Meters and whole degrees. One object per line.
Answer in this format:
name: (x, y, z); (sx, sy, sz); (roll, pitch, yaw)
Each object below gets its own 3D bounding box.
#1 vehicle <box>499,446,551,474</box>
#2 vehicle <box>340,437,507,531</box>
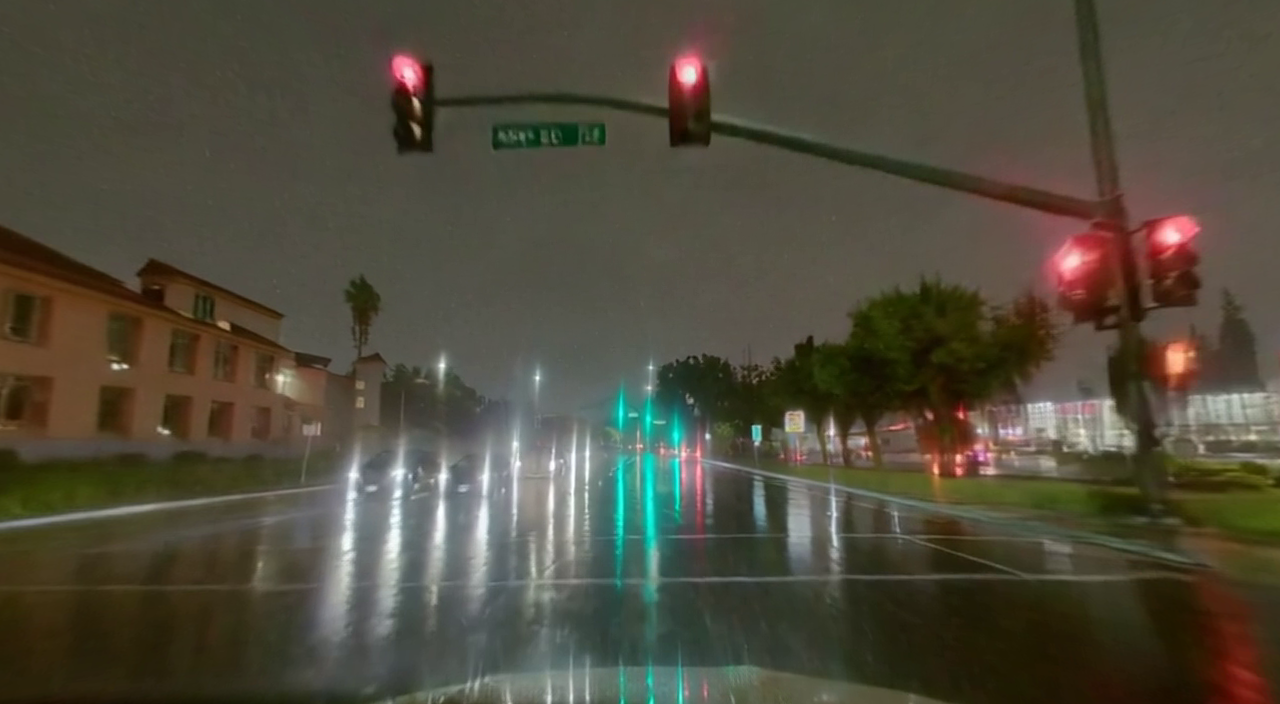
vehicle: (-6.643, 6.234, 36.786); (1.998, 1.503, 4.699); (0, -8, 2)
vehicle: (-4.491, 2.731, 13.837); (2.070, 1.481, 4.266); (-5, -7, 1)
